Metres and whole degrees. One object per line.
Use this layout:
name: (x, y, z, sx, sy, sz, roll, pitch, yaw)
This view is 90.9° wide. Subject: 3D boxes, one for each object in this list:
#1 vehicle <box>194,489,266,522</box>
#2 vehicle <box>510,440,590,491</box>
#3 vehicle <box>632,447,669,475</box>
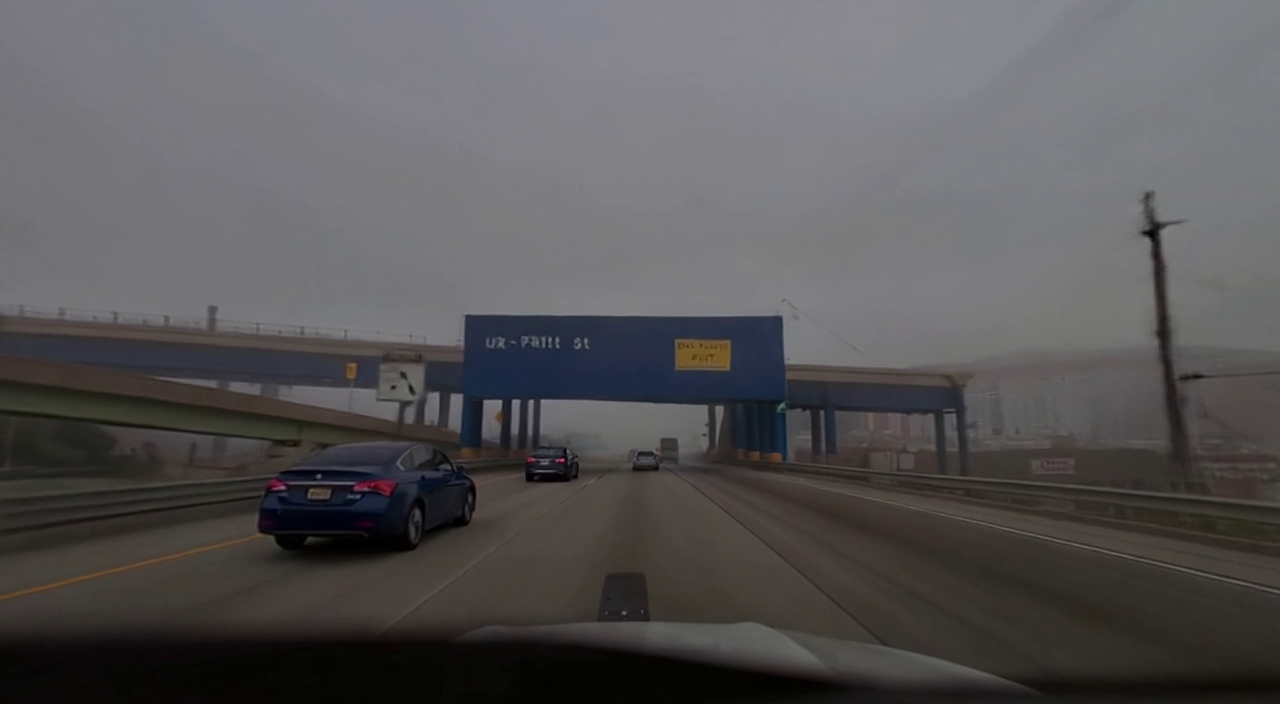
vehicle: (-32.005, 11.972, 49.475, 2.018, 2.023, 5.545, -1, -8, -2)
vehicle: (-3.001, 3.905, 22.037, 2.064, 1.589, 4.213, 0, -8, 1)
vehicle: (0.538, 5.911, 34.400, 1.877, 1.386, 3.872, 0, -8, 0)
